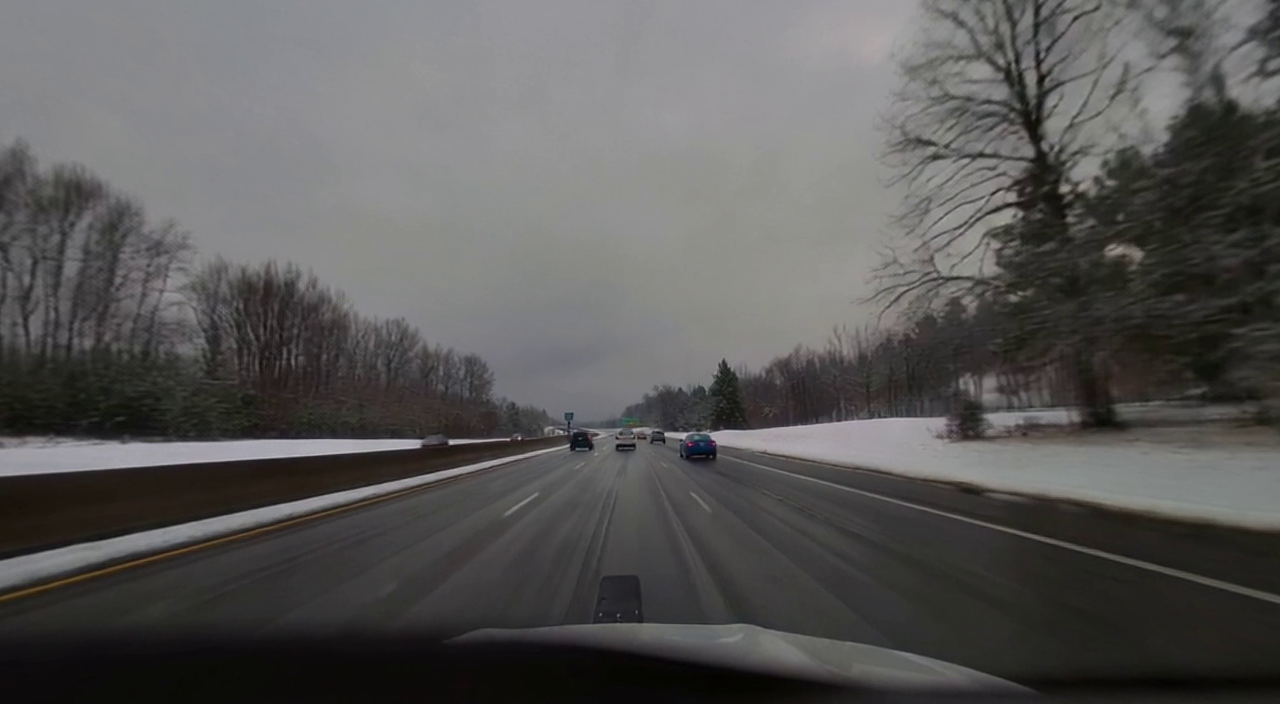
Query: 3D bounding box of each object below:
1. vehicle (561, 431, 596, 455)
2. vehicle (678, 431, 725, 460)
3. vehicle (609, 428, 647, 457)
[{"bbox_3d":[-4.140,6.204,42.822,2.041,1.546,4.080,0,-8,-1],"label":"vehicle"},{"bbox_3d":[3.343,5.174,35.019,2.056,1.479,4.660,0,-8,-1],"label":"vehicle"},{"bbox_3d":[-0.738,5.504,38.408,2.182,1.680,4.253,0,-8,-1],"label":"vehicle"}]
